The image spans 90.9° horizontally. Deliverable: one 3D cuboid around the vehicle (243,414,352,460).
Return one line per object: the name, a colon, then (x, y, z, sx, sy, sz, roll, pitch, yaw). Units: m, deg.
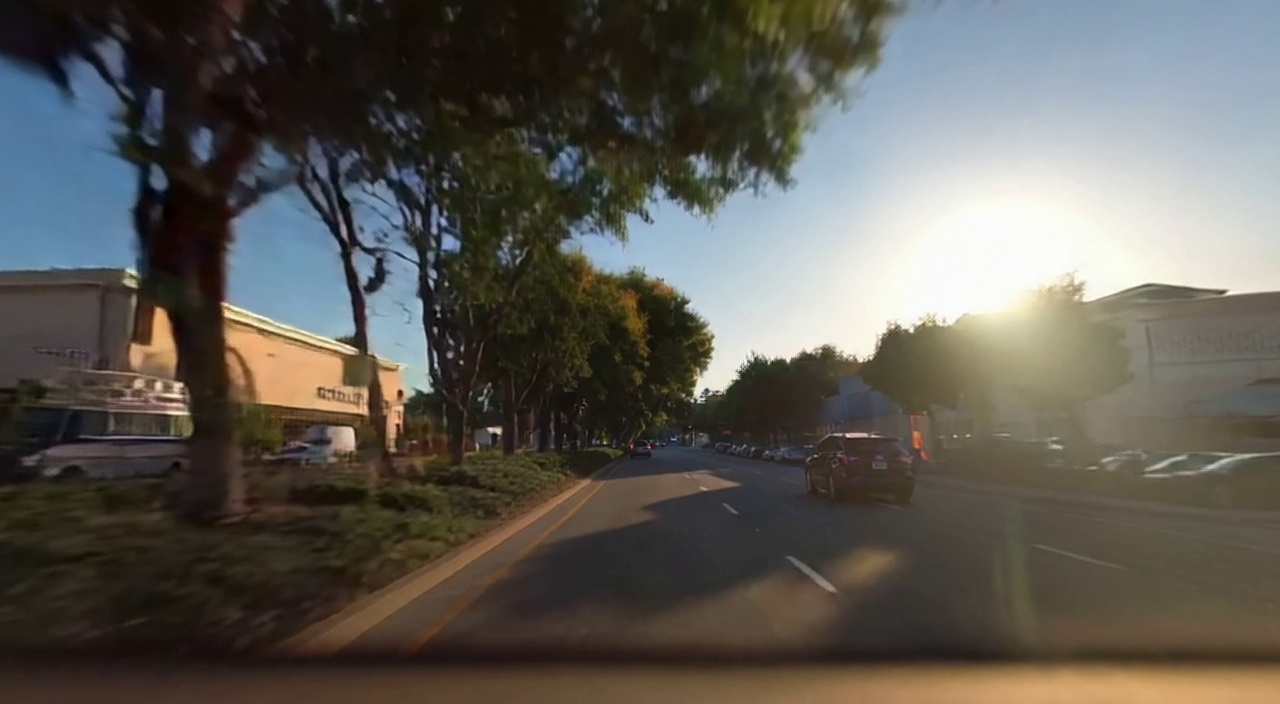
vehicle: (-25.805, 6.439, 47.797, 6.540, 3.375, 2.751, 0, -8, 0)

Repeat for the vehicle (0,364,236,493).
vehicle: (-18.826, 2.812, 22.567, 3.086, 3.767, 8.298, 0, -8, 0)

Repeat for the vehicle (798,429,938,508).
vehicle: (5.340, 2.762, 15.392, 2.072, 1.669, 3.836, 0, -8, 2)

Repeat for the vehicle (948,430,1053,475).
vehicle: (17.275, 4.775, 30.116, 5.554, 1.937, 2.486, 7, -11, -40)

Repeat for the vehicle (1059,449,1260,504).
vehicle: (17.185, 4.065, 21.095, 1.924, 1.561, 4.849, 8, -11, -42)
